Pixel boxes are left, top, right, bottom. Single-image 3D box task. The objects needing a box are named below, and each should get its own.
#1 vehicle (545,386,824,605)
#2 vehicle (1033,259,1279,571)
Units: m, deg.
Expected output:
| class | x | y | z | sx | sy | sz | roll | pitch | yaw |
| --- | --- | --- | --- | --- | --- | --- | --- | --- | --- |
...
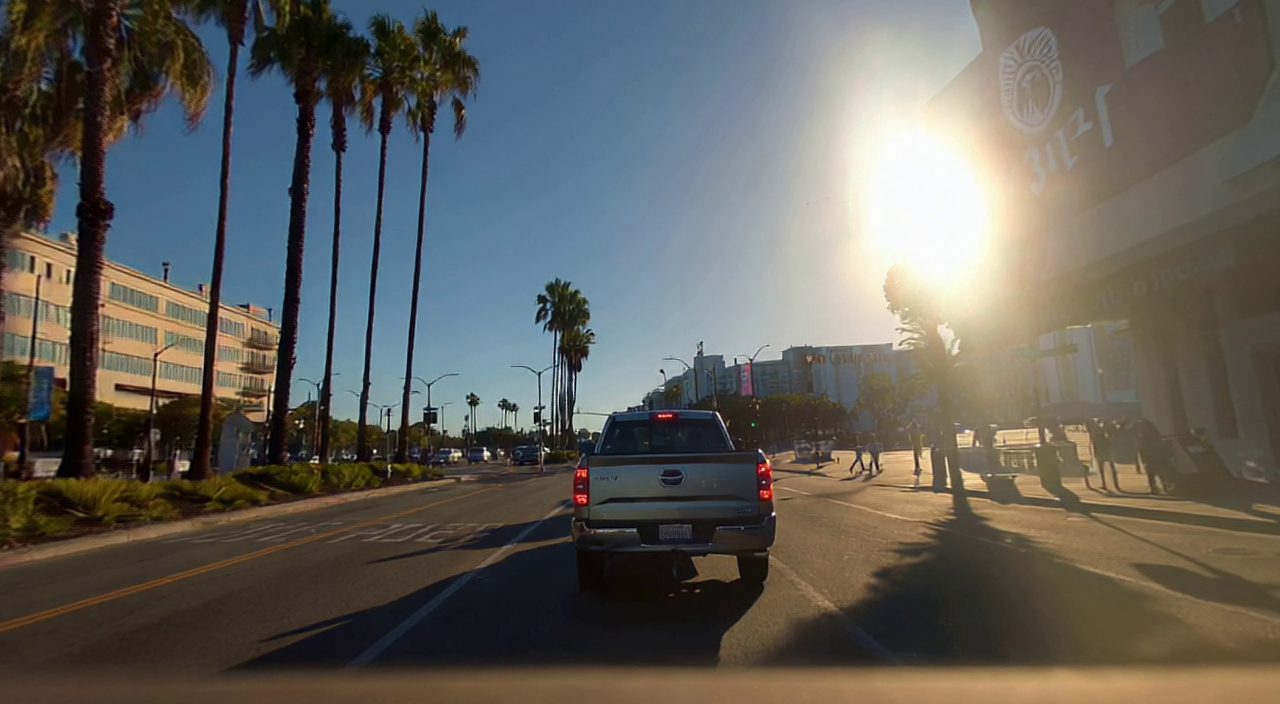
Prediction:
| class | x | y | z | sx | sy | sz | roll | pitch | yaw |
| --- | --- | --- | --- | --- | --- | --- | --- | --- | --- |
| vehicle | 0.415 | 1.584 | 7.969 | 2.311 | 1.819 | 5.255 | 0 | -8 | 1 |
| vehicle | 7.850 | 0.851 | 8.559 | 2.666 | 3.345 | 3.622 | -4 | -9 | 7 |
